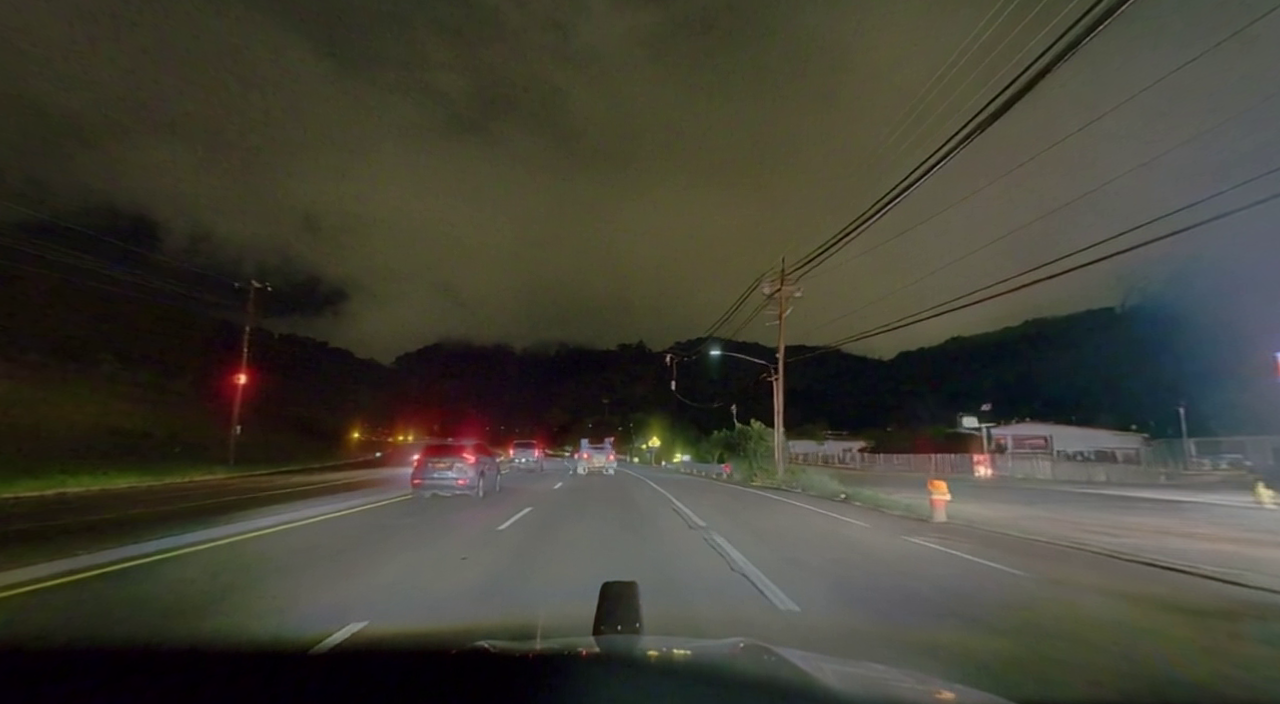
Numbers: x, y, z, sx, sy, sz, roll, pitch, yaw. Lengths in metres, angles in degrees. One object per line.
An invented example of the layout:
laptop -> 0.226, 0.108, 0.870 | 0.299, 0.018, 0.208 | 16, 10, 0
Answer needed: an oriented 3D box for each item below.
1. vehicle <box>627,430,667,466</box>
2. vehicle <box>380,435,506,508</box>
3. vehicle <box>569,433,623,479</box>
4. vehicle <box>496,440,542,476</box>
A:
vehicle -> 0.481, 7.518, 49.533 | 2.256, 2.597, 4.534 | 2, -9, -12
vehicle -> -5.241, 3.230, 17.575 | 2.185, 1.721, 4.550 | 0, -9, -3
vehicle -> -2.460, 5.559, 34.076 | 2.486, 2.280, 5.291 | 1, -9, -8
vehicle -> -7.241, 6.377, 38.388 | 2.345, 2.012, 5.693 | 1, -9, -7
